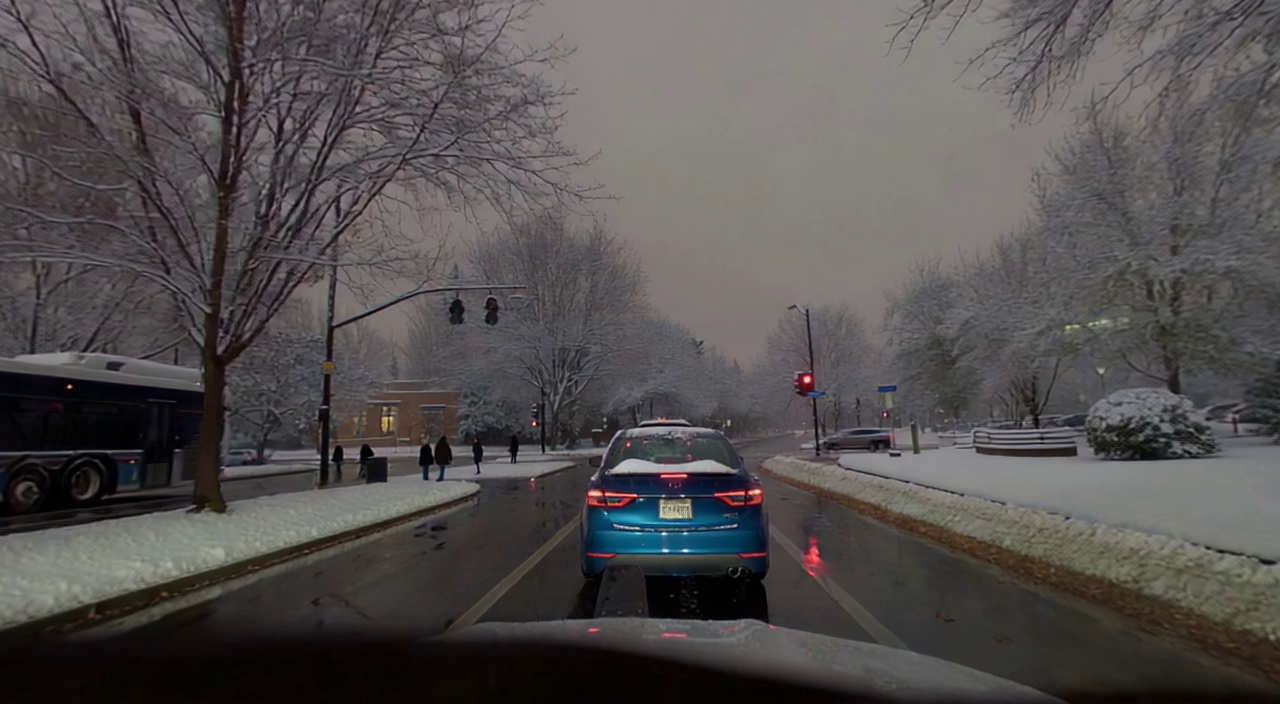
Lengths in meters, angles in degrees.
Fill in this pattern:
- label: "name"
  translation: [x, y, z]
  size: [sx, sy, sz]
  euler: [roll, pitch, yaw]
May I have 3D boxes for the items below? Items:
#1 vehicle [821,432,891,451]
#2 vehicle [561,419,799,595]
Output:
- label: "vehicle"
  translation: [16.812, 7.001, 49.332]
  size: [4.830, 1.461, 1.883]
  euler: [0, -9, 3]
- label: "vehicle"
  translation: [0.372, 1.617, 7.398]
  size: [2.035, 1.499, 3.799]
  euler: [0, -8, 1]
